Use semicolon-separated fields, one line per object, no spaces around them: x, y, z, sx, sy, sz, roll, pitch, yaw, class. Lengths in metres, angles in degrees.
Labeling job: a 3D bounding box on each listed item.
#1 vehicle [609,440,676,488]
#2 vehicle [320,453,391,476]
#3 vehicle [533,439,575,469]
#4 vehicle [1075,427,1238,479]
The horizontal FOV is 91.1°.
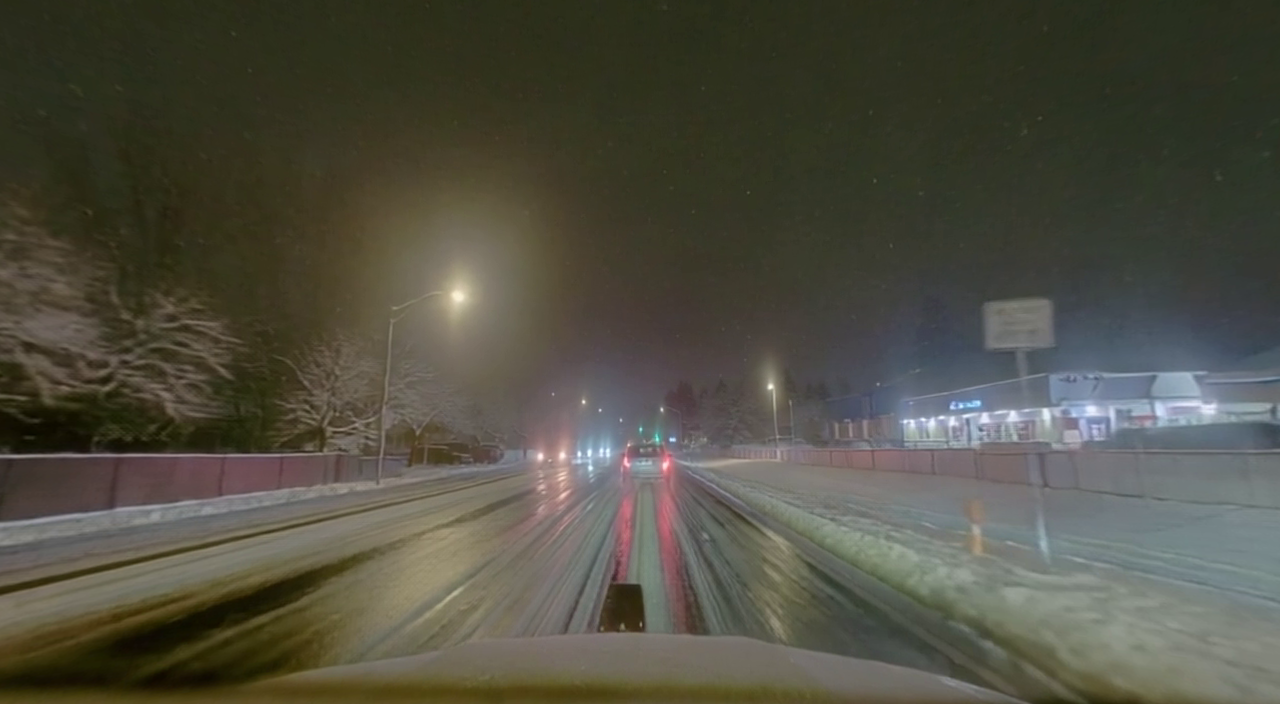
0.083;3.893;22.138;2.144;1.514;4.063;0;-9;0;vehicle
-20.275;8.002;44.761;4.332;1.560;1.841;-2;-9;15;vehicle
-6.513;7.846;48.447;2.340;2.103;5.526;0;-9;1;vehicle
18.833;3.722;23.264;2.039;1.705;4.666;0;-9;0;vehicle
